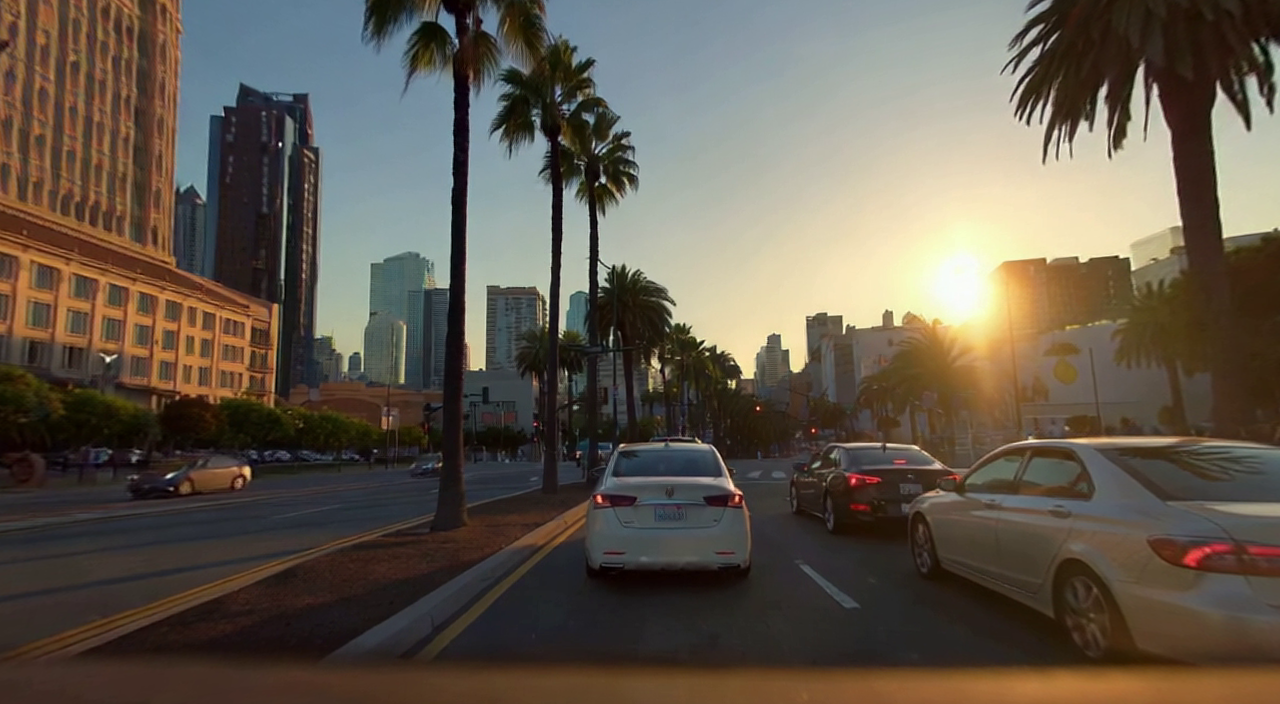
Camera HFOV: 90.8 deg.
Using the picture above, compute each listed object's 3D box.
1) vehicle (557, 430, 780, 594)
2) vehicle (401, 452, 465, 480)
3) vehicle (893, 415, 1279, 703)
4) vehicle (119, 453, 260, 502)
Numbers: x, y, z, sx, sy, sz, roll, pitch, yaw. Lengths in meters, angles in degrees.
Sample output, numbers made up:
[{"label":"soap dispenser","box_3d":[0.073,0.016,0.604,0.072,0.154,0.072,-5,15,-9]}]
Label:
[{"label":"vehicle","box_3d":[0.314,1.784,7.821,2.078,1.503,3.681,-1,-9,2]},{"label":"vehicle","box_3d":[-13.437,7.396,41.286,2.078,1.662,4.436,-2,-9,9]},{"label":"vehicle","box_3d":[3.642,1.303,4.598,1.913,1.469,4.425,-1,-9,2]},{"label":"vehicle","box_3d":[-16.286,4.524,23.121,1.801,1.563,4.015,-2,-9,8]}]
